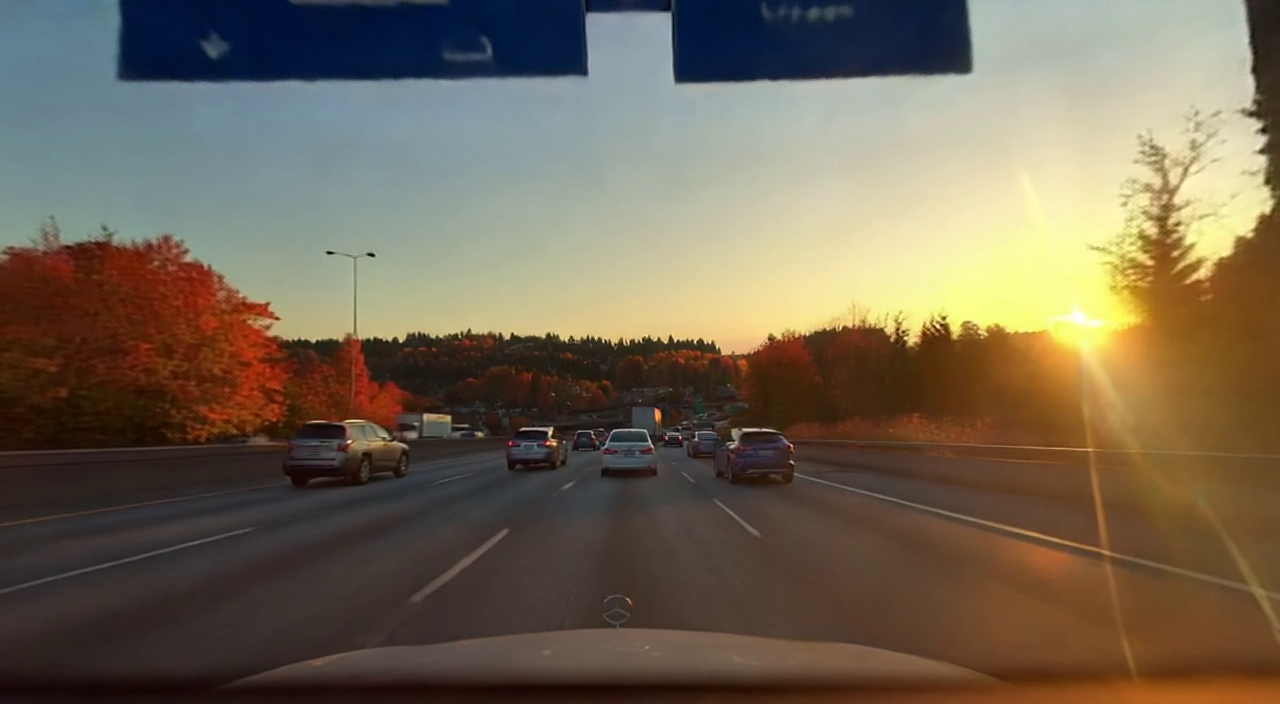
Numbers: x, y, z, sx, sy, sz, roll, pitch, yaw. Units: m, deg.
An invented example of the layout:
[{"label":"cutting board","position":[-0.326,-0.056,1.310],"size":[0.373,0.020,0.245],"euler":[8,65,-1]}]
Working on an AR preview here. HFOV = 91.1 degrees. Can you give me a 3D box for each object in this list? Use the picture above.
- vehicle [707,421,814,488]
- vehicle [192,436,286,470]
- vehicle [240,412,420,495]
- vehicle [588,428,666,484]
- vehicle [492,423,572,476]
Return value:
[{"label":"vehicle","position":[3.258,2.859,17.944],"size":[2.095,1.650,4.331],"euler":[0,-8,-1]},{"label":"vehicle","position":[-19.283,4.845,30.458],"size":[1.860,1.489,4.128],"euler":[0,-8,0]},{"label":"vehicle","position":[-7.534,2.521,15.979],"size":[2.117,1.779,4.745],"euler":[0,-8,0]},{"label":"vehicle","position":[-0.341,3.106,19.246],"size":[2.111,1.494,4.364],"euler":[0,-8,0]},{"label":"vehicle","position":[-3.710,3.428,22.418],"size":[2.064,1.672,4.277],"euler":[0,-8,1]}]
